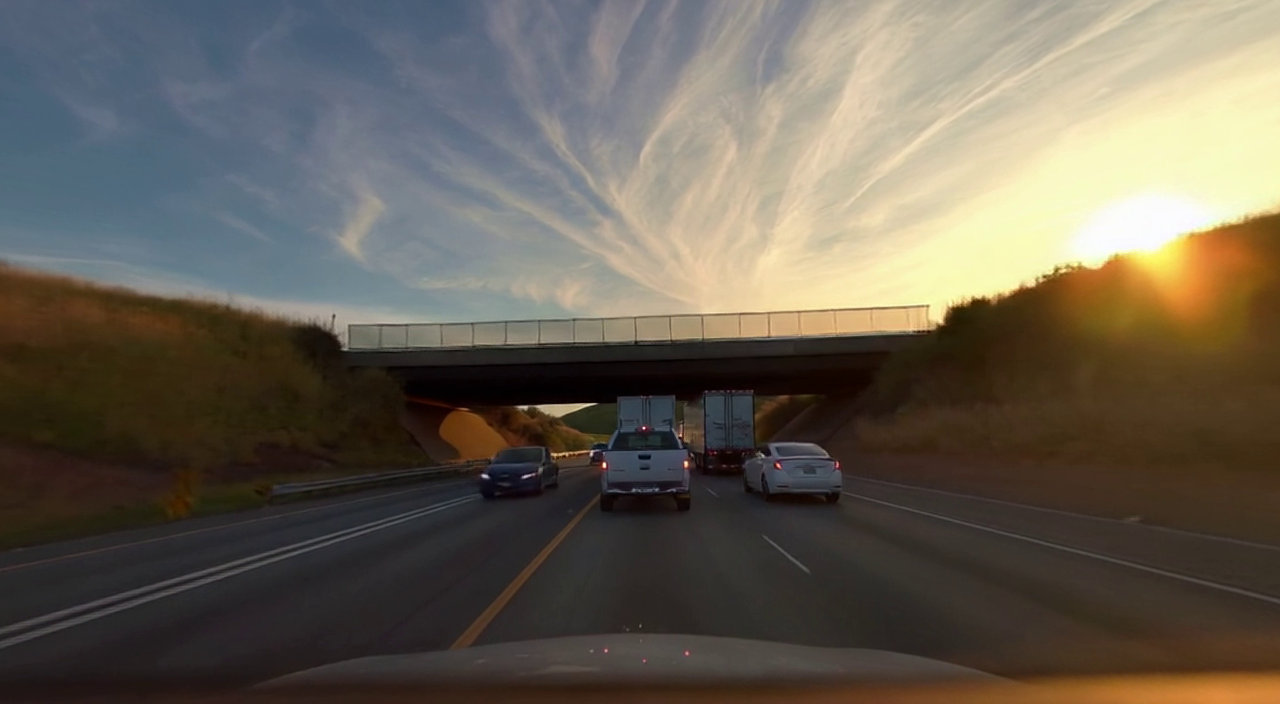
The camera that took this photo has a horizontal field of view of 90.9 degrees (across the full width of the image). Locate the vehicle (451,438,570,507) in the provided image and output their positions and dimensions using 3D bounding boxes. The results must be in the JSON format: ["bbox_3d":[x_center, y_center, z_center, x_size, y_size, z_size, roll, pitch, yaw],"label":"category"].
[{"bbox_3d":[-3.190,3.077,16.501,2.096,1.531,4.210,-1,-9,2],"label":"vehicle"}]

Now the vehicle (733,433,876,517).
[{"bbox_3d":[3.327,2.575,13.604,1.972,1.505,3.946,-1,-9,0],"label":"vehicle"}]

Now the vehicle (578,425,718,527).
[{"bbox_3d":[0.168,2.324,12.261,2.256,1.615,4.114,-1,-9,1],"label":"vehicle"}]

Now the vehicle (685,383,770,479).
[{"bbox_3d":[3.880,3.783,29.552,2.948,3.974,6.480,-1,-9,0],"label":"vehicle"}]
